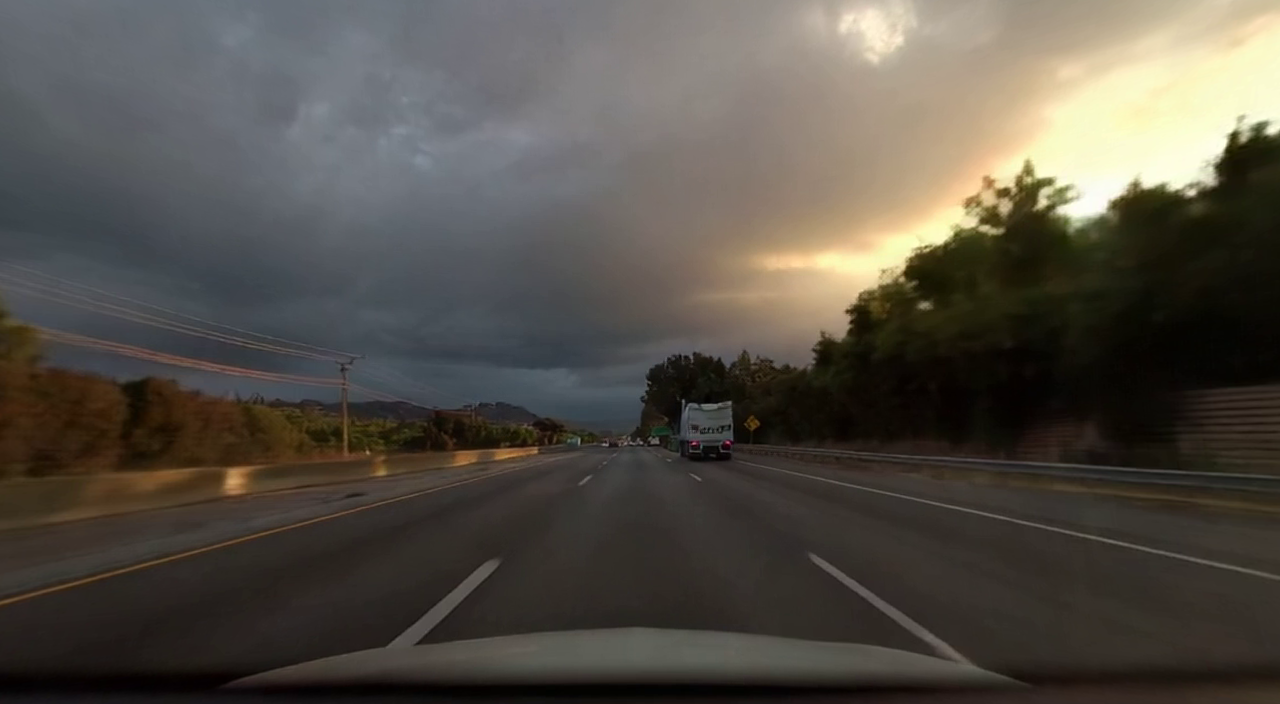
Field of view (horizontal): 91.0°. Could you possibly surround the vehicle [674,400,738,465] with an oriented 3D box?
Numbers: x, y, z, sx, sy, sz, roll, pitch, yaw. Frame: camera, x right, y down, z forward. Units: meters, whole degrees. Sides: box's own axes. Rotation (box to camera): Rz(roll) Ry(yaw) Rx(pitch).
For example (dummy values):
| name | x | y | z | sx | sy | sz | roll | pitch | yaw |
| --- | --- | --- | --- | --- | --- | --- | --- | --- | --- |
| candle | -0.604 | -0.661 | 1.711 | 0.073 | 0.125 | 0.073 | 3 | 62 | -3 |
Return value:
| name | x | y | z | sx | sy | sz | roll | pitch | yaw |
| --- | --- | --- | --- | --- | --- | --- | --- | --- | --- |
| vehicle | 3.672 | 4.718 | 36.779 | 2.766 | 3.349 | 7.796 | 0 | -8 | -1 |
